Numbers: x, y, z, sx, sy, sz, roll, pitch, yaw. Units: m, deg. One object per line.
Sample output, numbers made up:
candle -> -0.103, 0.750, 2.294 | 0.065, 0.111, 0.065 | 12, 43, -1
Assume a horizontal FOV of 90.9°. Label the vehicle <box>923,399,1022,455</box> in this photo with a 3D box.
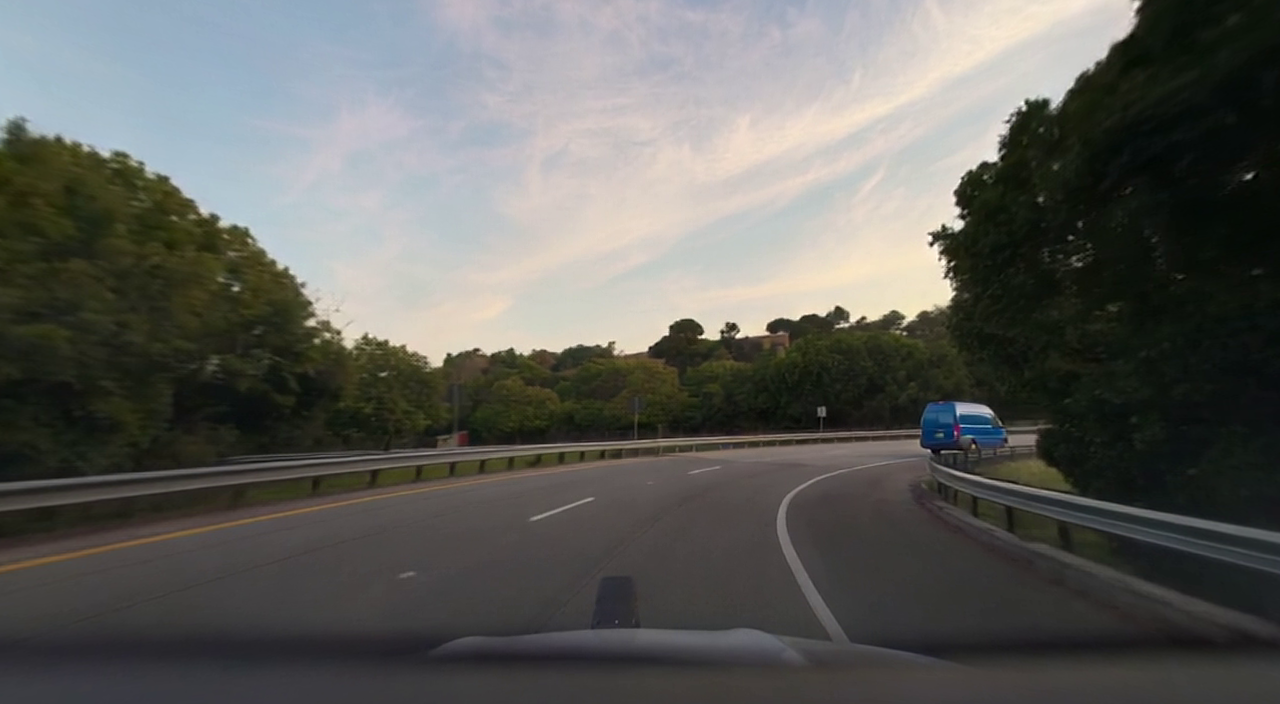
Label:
vehicle -> 16.867, 3.835, 31.849 | 5.330, 2.577, 2.352 | 7, -10, -39
